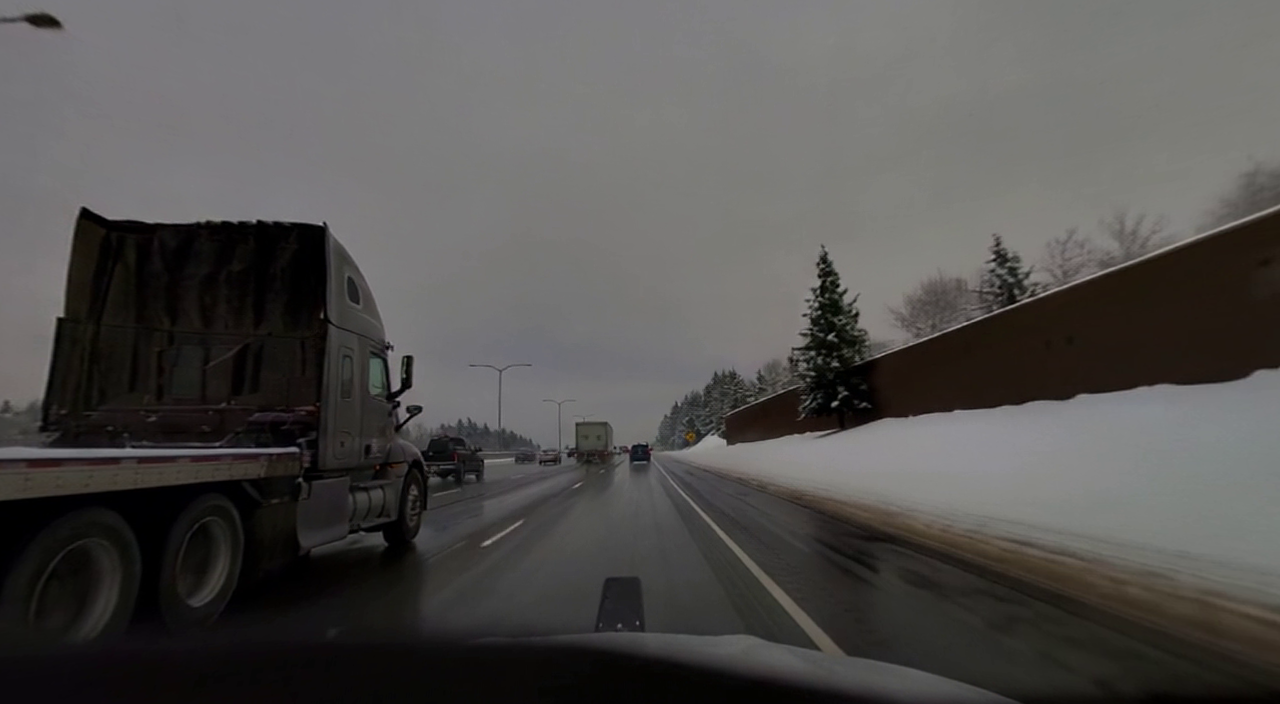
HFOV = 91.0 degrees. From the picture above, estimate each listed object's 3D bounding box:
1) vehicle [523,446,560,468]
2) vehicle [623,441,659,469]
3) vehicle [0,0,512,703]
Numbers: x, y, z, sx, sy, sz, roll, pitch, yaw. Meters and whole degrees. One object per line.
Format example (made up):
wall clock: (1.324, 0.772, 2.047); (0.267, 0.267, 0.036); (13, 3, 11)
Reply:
vehicle: (-7.039, 7.505, 45.250); (1.962, 1.489, 4.002); (0, -9, 1)
vehicle: (0.055, 6.543, 40.059); (2.178, 1.640, 4.071); (0, -9, 0)
vehicle: (-3.751, 0.600, 5.878); (3.025, 3.266, 9.256); (0, -9, 1)
